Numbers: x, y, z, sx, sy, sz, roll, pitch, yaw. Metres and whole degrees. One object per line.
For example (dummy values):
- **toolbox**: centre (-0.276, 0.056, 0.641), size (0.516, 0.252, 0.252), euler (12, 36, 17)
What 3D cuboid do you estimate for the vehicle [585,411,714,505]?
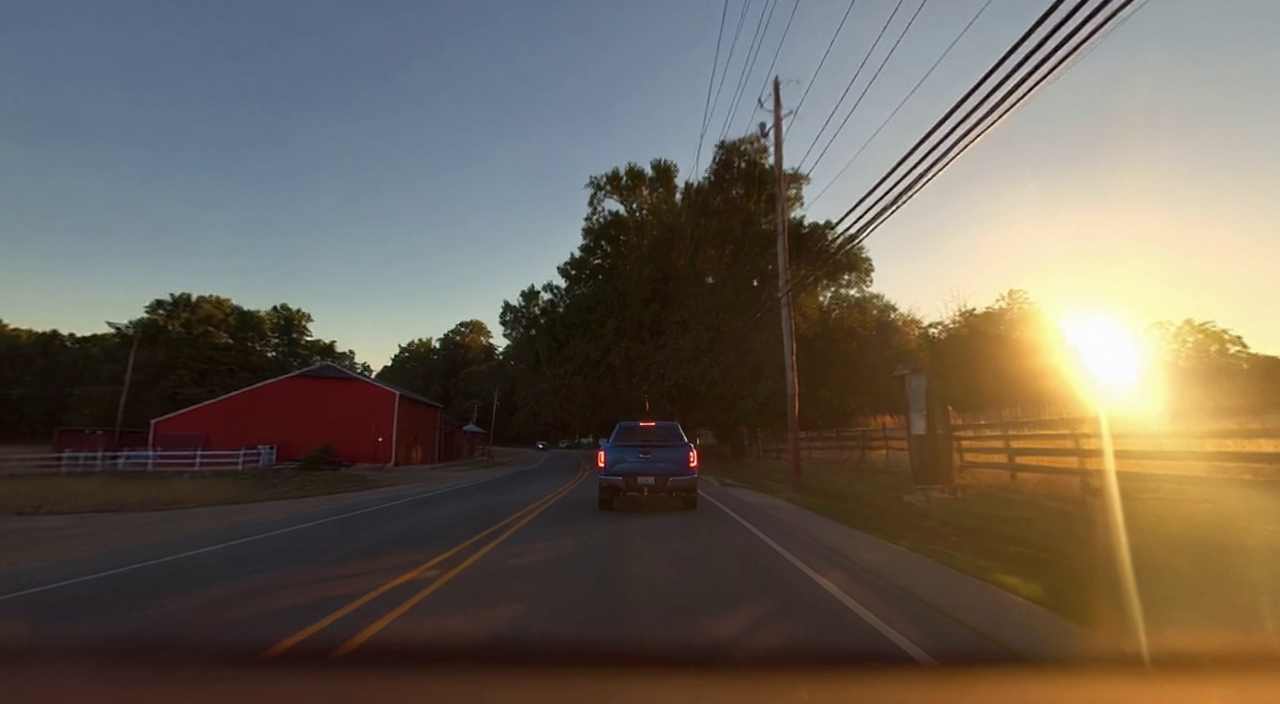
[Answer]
- **vehicle**: centre (0.078, 2.693, 16.442), size (2.693, 1.941, 6.356), euler (0, -8, -2)
